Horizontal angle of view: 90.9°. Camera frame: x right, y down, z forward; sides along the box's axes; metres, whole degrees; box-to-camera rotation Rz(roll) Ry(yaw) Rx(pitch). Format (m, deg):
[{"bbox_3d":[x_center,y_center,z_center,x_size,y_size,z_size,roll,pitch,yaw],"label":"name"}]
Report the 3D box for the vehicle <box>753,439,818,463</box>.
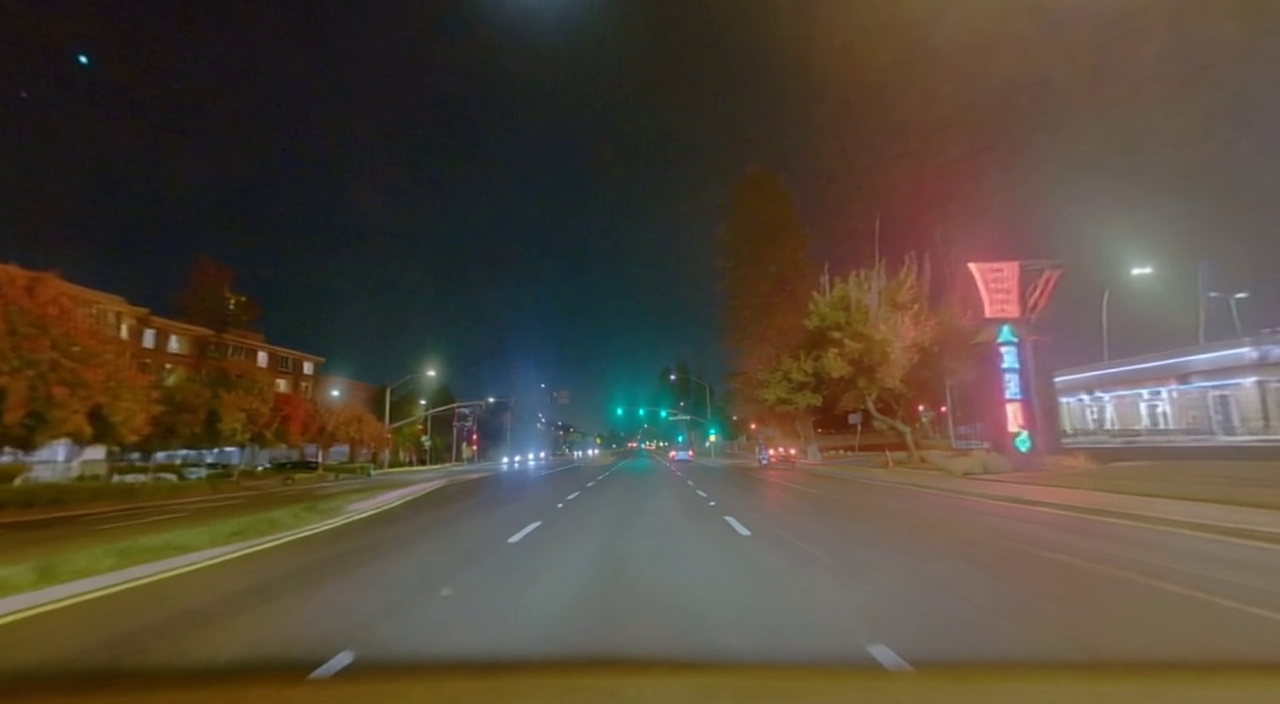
[{"bbox_3d":[9.945,6.793,43.374,4.007,1.591,1.915,-1,-8,3],"label":"vehicle"}]
